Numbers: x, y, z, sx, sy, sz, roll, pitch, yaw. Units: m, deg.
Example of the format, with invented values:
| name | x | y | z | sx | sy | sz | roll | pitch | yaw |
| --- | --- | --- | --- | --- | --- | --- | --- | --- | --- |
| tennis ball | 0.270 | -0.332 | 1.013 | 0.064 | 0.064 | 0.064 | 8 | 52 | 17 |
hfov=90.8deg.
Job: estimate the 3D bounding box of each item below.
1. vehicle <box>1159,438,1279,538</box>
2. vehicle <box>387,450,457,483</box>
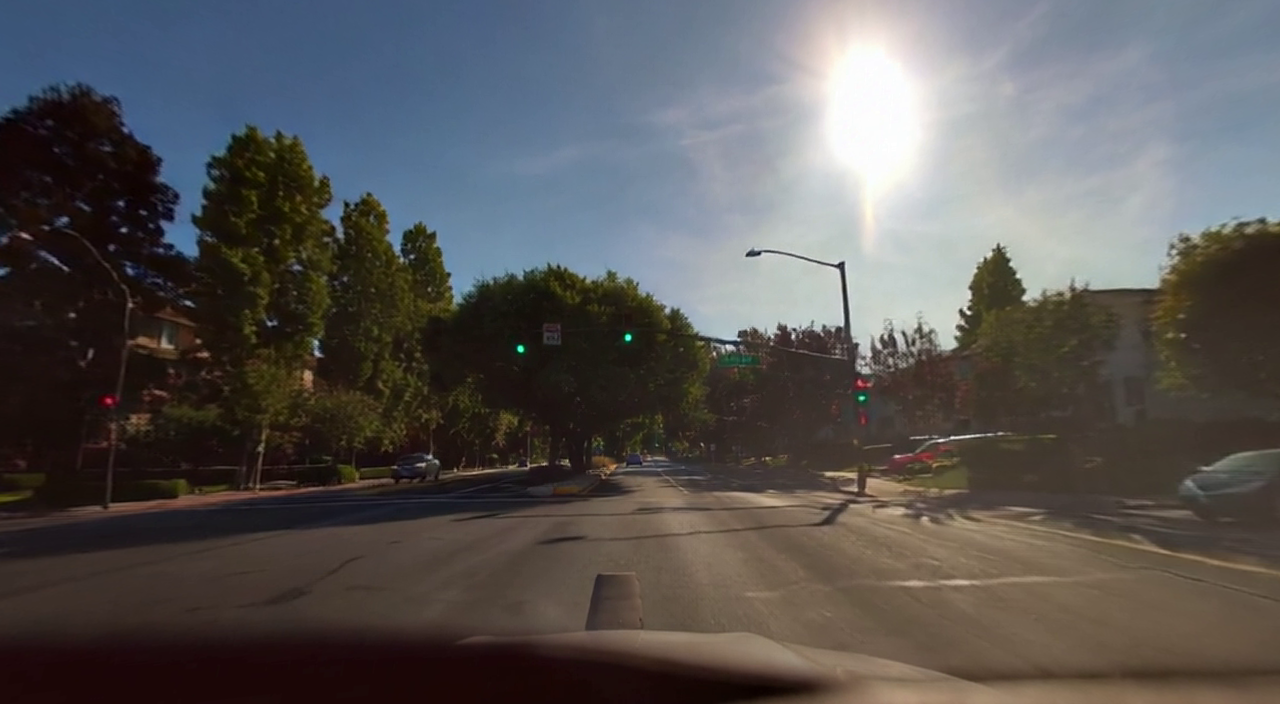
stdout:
| name | x | y | z | sx | sy | sz | roll | pitch | yaw |
| --- | --- | --- | --- | --- | --- | --- | --- | --- | --- |
| vehicle | 11.975 | 2.211 | 10.653 | 4.611 | 1.505 | 2.029 | 0 | -9 | -1 |
| vehicle | -14.872 | 7.801 | 43.498 | 2.403 | 2.039 | 5.887 | -1 | -9 | 4 |
